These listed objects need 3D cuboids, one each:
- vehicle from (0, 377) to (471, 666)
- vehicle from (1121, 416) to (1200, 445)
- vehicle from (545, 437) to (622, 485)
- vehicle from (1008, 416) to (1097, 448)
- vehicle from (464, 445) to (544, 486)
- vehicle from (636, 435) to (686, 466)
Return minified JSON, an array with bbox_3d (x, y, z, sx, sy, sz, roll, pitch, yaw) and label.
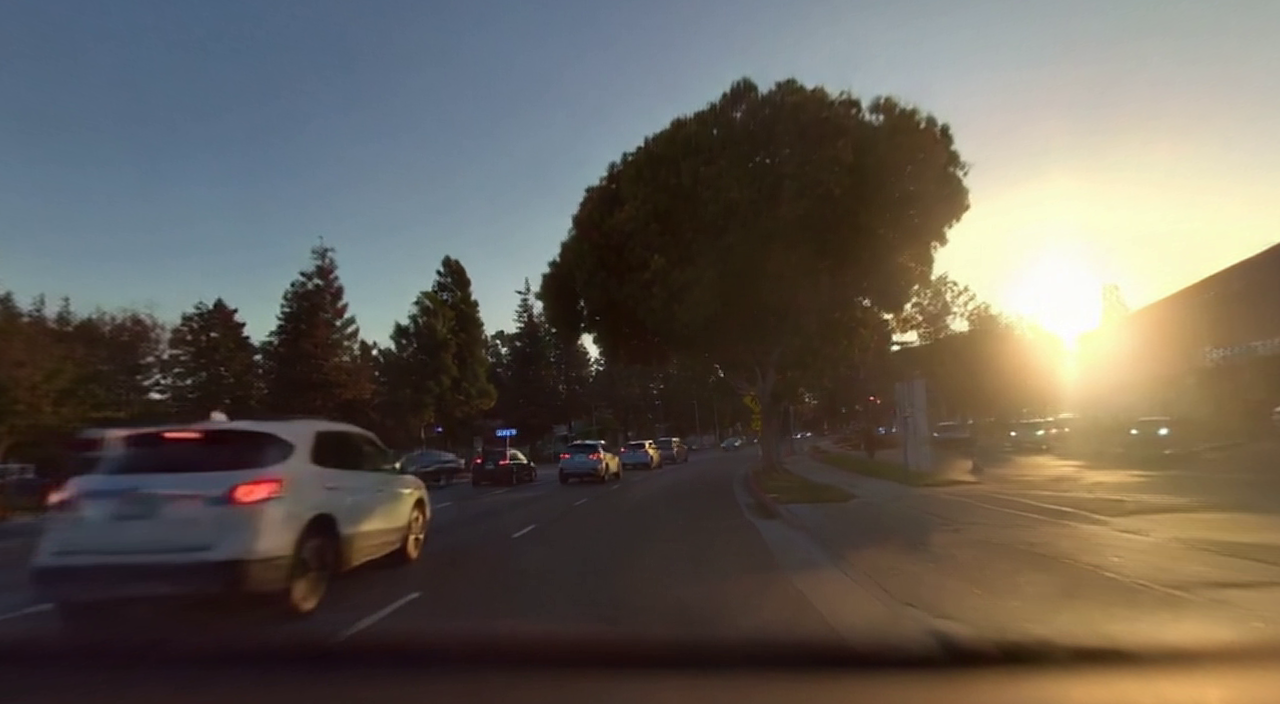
[{"bbox_3d":[-3.559,1.446,6.462,2.168,1.783,4.695,-3,-9,3],"label":"vehicle"},{"bbox_3d":[27.743,4.245,33.672,4.106,1.450,1.901,5,-10,-32],"label":"vehicle"},{"bbox_3d":[-2.094,4.221,24.779,2.002,1.664,4.113,-2,-9,10],"label":"vehicle"},{"bbox_3d":[24.569,4.814,37.606,4.982,1.789,2.303,5,-10,-30],"label":"vehicle"},{"bbox_3d":[-5.575,4.683,26.500,1.974,1.558,3.949,-1,-9,8],"label":"vehicle"},{"bbox_3d":[1.384,6.214,39.946,2.167,1.832,4.679,-2,-9,15],"label":"vehicle"}]
